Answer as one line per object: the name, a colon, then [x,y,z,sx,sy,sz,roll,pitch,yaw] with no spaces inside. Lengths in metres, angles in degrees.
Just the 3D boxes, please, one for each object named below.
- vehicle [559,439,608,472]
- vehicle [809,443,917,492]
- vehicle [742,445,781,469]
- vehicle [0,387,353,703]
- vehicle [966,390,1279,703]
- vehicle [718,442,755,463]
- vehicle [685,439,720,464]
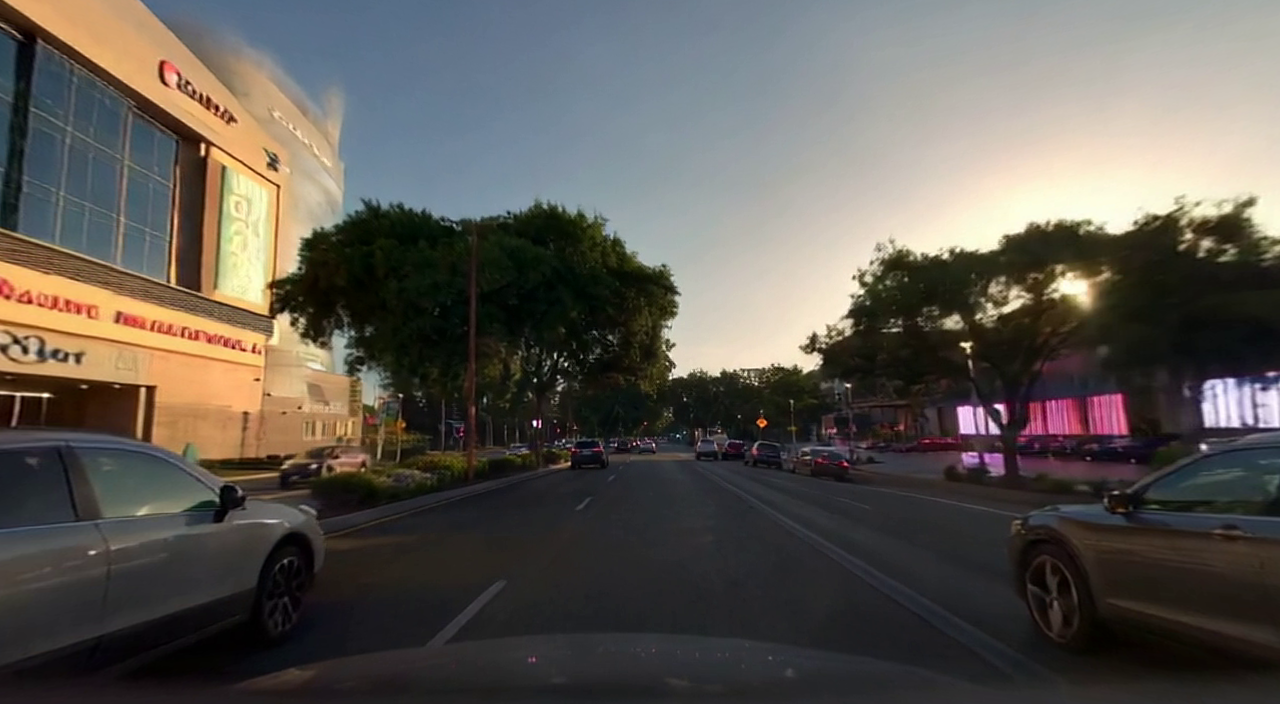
vehicle: [-2.764,5.181,31.663,1.917,1.511,4.436,-1,-8,2]
vehicle: [7.446,3.888,21.608,1.976,1.469,4.576,0,-8,-1]
vehicle: [7.596,6.573,39.678,1.654,1.440,3.647,0,-8,-1]
vehicle: [-3.323,0.899,2.304,2.155,1.504,4.776,-1,-8,2]
vehicle: [3.287,0.865,2.098,1.981,1.499,4.536,0,-8,0]
vehicle: [7.564,7.923,49.761,1.918,1.598,4.536,0,-8,-3]
vehicle: [4.405,7.084,45.083,2.007,1.683,4.171,0,-8,-1]
